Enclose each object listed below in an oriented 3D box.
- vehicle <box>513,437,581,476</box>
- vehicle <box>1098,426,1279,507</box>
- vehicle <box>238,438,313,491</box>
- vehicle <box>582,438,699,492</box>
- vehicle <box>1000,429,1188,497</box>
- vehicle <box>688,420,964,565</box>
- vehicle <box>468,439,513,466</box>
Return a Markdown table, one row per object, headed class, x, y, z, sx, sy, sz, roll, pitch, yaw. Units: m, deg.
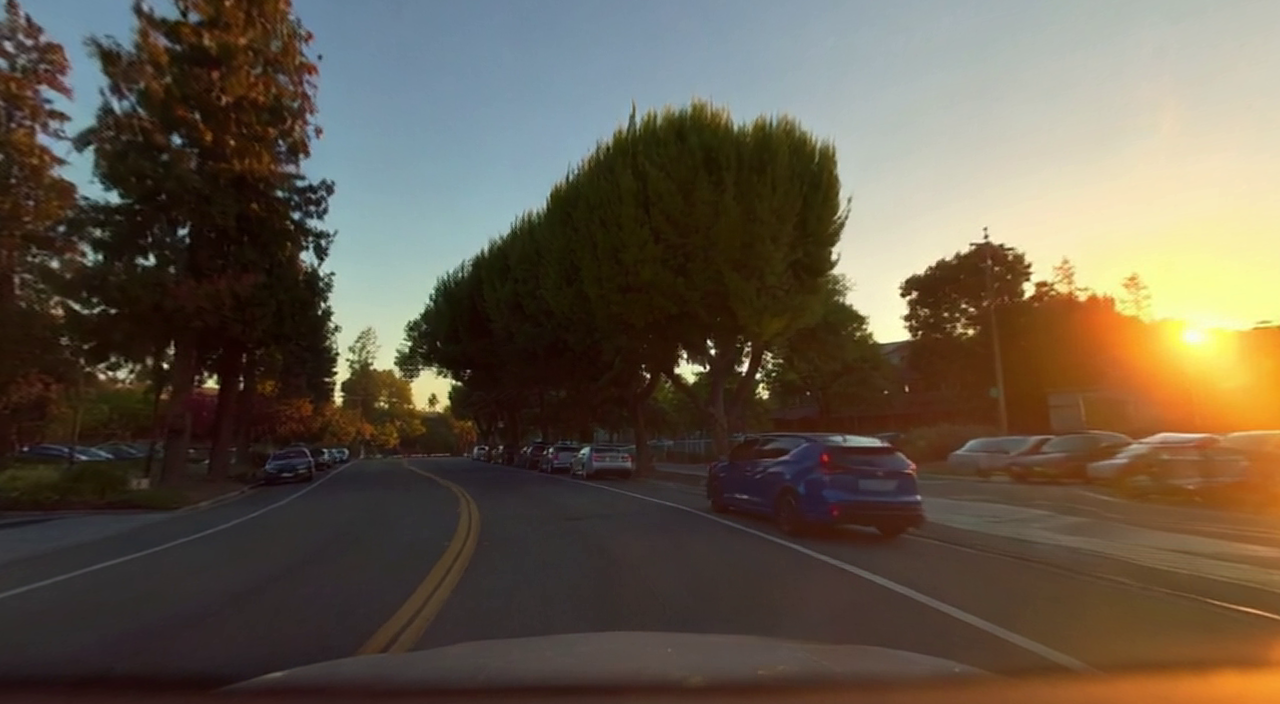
| class | x | y | z | sx | sy | sz | roll | pitch | yaw |
| --- | --- | --- | --- | --- | --- | --- | --- | --- | --- |
| vehicle | -4.653 | 5.050 | 30.919 | 2.055 | 1.731 | 4.686 | 4 | -9 | -24 |
| vehicle | 12.449 | 2.400 | 13.580 | 4.433 | 1.513 | 2.001 | 3 | -9 | -21 |
| vehicle | -15.212 | 4.638 | 26.681 | 2.154 | 1.870 | 5.118 | 0 | -7 | -24 |
| vehicle | -0.129 | 3.571 | 20.516 | 2.053 | 1.519 | 4.611 | 4 | -9 | -24 |
| vehicle | 11.468 | 2.747 | 16.005 | 3.974 | 1.528 | 2.085 | 4 | -9 | -25 |
| vehicle | 2.731 | 2.117 | 10.958 | 2.042 | 1.817 | 5.202 | 2 | -6 | -17 |
| vehicle | -10.860 | 7.224 | 45.601 | 2.137 | 1.814 | 5.303 | 4 | -9 | -24 |
